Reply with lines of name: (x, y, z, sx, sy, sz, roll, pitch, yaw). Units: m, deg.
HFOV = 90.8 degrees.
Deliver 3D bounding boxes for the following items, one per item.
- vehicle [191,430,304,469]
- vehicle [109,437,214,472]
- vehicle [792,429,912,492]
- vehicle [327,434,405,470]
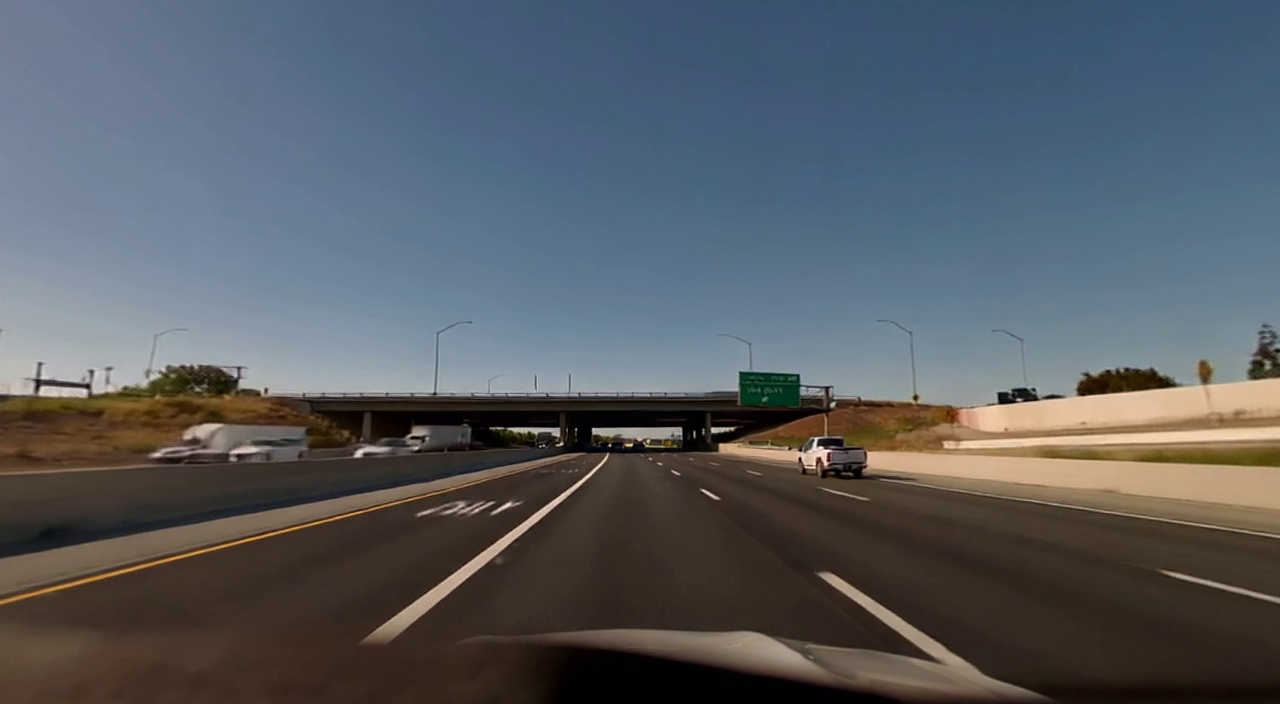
vehicle: (-22.582, 5.660, 36.768, 2.733, 2.089, 6.229, 0, -9, -2)
vehicle: (-26.359, 5.644, 35.032, 2.035, 1.768, 4.852, 0, -9, -1)
vehicle: (6.446, 3.352, 19.865, 2.104, 1.723, 4.538, 0, -9, -2)
vehicle: (-14.447, 5.302, 33.613, 2.078, 1.773, 4.681, 0, -9, -1)
